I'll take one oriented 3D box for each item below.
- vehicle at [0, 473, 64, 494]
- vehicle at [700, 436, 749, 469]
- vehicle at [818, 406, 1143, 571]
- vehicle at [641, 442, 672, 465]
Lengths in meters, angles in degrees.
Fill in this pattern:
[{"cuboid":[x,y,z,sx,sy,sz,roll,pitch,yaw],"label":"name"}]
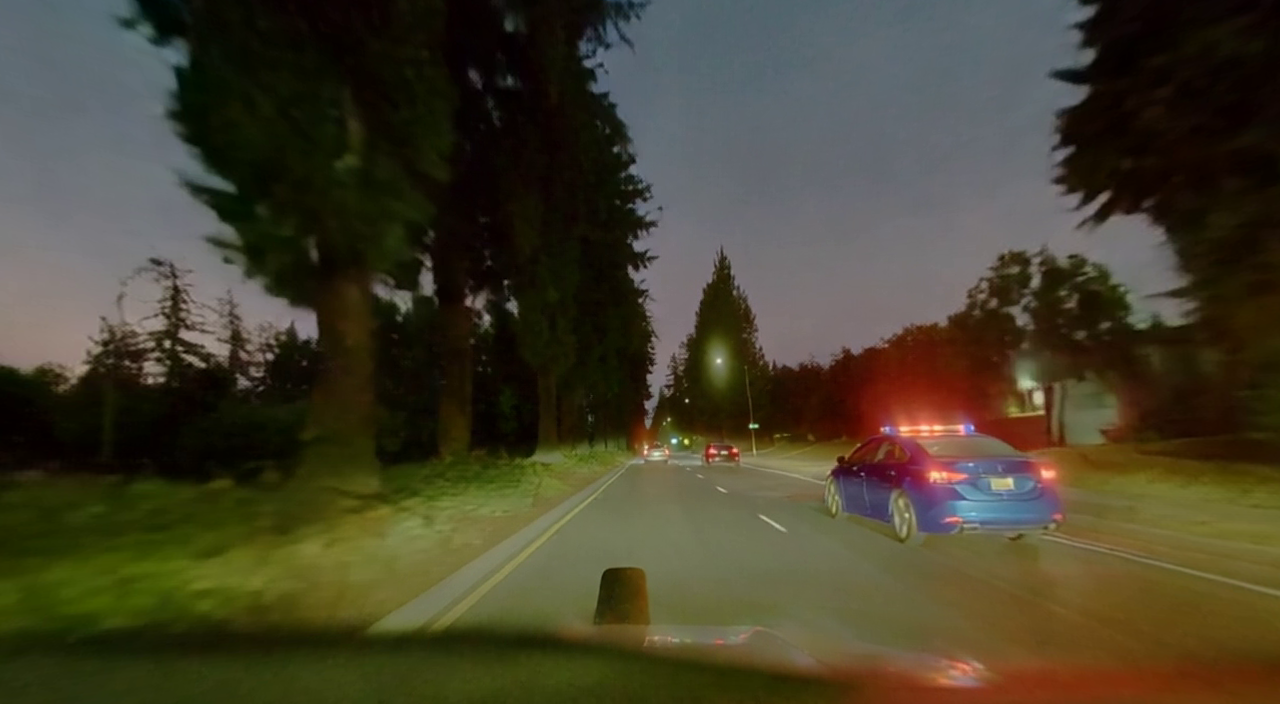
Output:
[{"cuboid":[-48.103,10.365,49.697,3.488,1.525,1.736,0,-8,-1],"label":"vehicle"},{"cuboid":[4.591,5.532,34.928,2.110,1.666,3.912,-1,-8,0],"label":"vehicle"},{"cuboid":[4.046,1.682,8.522,2.052,1.639,4.123,-1,-8,0],"label":"vehicle"},{"cuboid":[1.087,6.934,43.347,2.026,1.466,4.282,-1,-8,0],"label":"vehicle"}]
